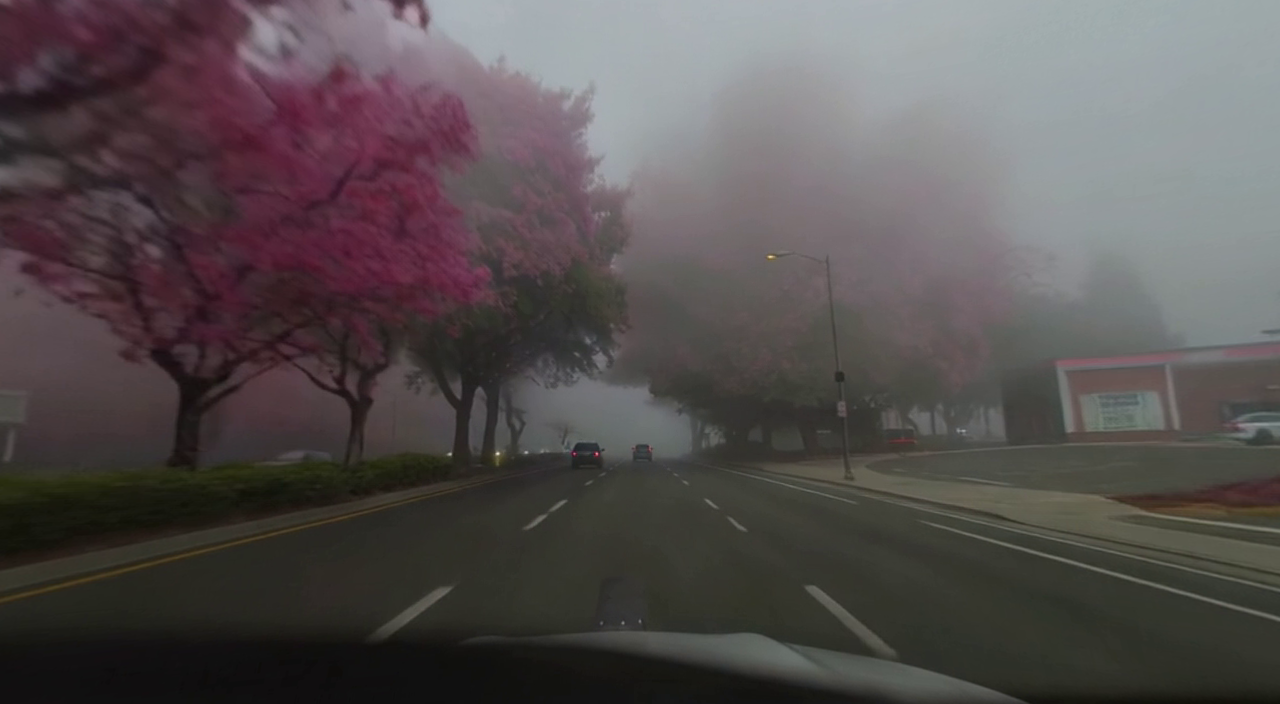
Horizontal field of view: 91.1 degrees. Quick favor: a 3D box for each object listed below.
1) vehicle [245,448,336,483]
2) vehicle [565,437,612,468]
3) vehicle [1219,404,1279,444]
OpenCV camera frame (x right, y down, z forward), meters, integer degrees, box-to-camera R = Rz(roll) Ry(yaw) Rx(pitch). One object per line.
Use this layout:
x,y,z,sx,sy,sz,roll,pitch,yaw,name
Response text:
-18.211,5.900,32.999,2.111,1.702,4.543,0,-8,0,vehicle
-3.205,6.370,39.917,2.453,1.844,4.751,0,-8,2,vehicle
27.385,3.164,27.186,4.677,1.583,1.955,5,-10,-30,vehicle
